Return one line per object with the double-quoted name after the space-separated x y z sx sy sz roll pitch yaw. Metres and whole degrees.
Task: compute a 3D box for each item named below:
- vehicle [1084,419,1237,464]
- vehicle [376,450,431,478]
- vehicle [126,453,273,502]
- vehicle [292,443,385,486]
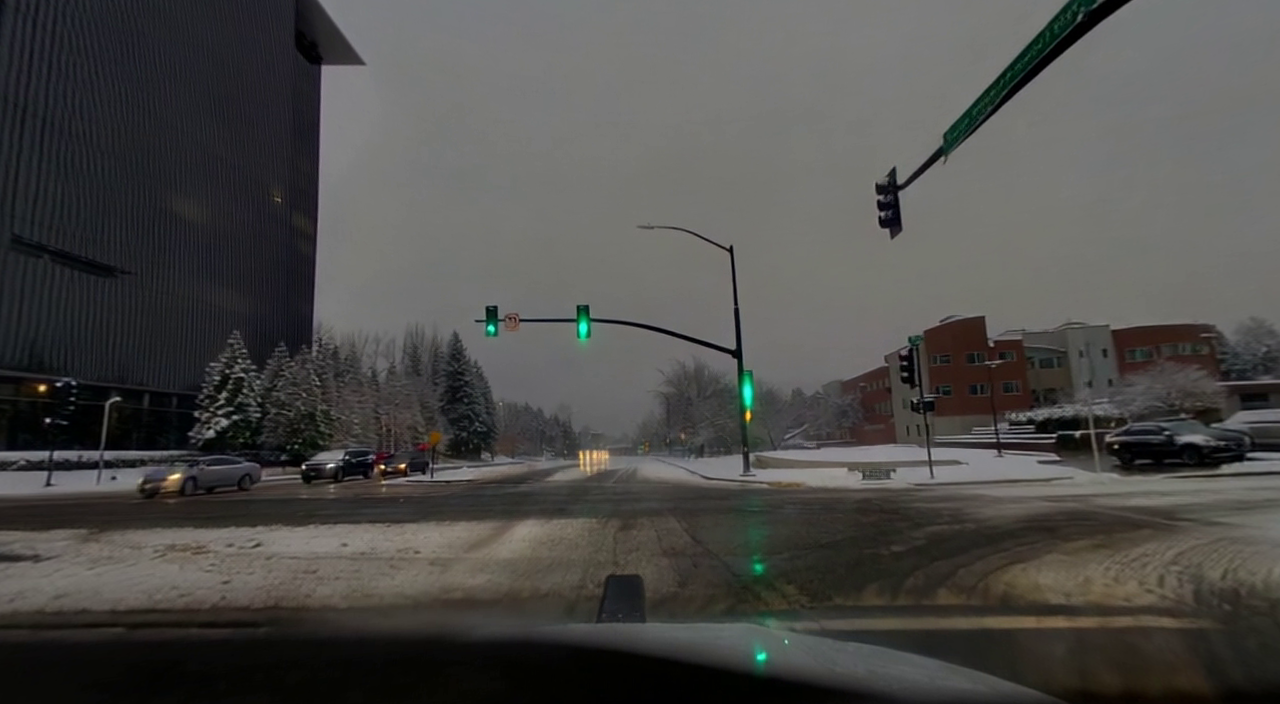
19.086 3.351 23.406 1.834 1.480 4.458 0 -9 -1 "vehicle"
-15.122 7.175 40.577 1.932 1.605 4.146 0 -9 0 "vehicle"
-14.987 4.247 21.766 1.790 1.437 4.349 0 -9 2 "vehicle"
-14.835 5.523 31.362 2.091 1.915 5.040 0 -9 0 "vehicle"
